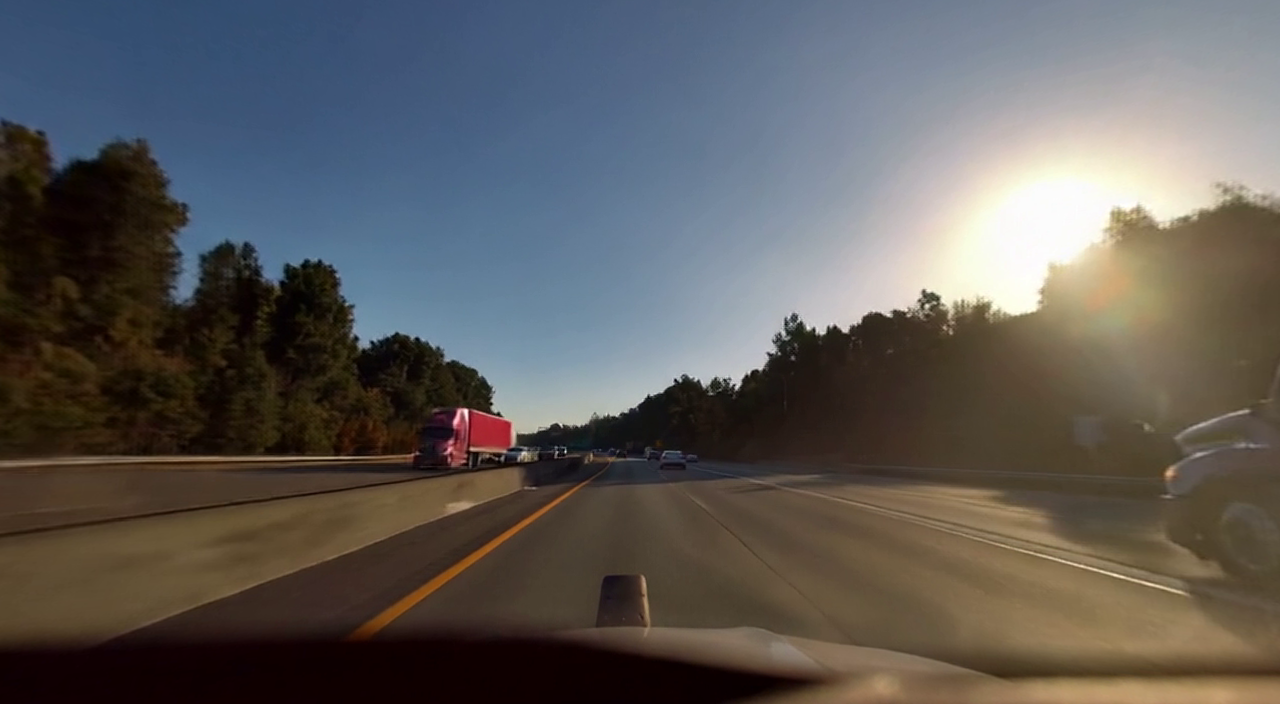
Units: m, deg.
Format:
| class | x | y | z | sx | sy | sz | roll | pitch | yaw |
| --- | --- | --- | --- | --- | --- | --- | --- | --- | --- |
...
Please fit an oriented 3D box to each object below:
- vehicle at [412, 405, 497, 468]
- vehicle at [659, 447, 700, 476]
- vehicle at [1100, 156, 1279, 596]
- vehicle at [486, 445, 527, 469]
| class | x | y | z | sx | sy | sz | roll | pitch | yaw |
| --- | --- | --- | --- | --- | --- | --- | --- | --- | --- |
| vehicle | -13.004 | 6.187 | 45.471 | 2.947 | 3.956 | 11.078 | 0 | -9 | -1 |
| vehicle | 2.298 | 6.492 | 37.445 | 2.111 | 1.599 | 3.859 | 0 | -9 | -1 |
| vehicle | 7.099 | 0.048 | 4.526 | 2.941 | 3.837 | 5.946 | 0 | -9 | 1 |
| vehicle | -8.436 | 6.651 | 40.184 | 1.830 | 1.438 | 3.678 | 0 | -9 | 0 |
